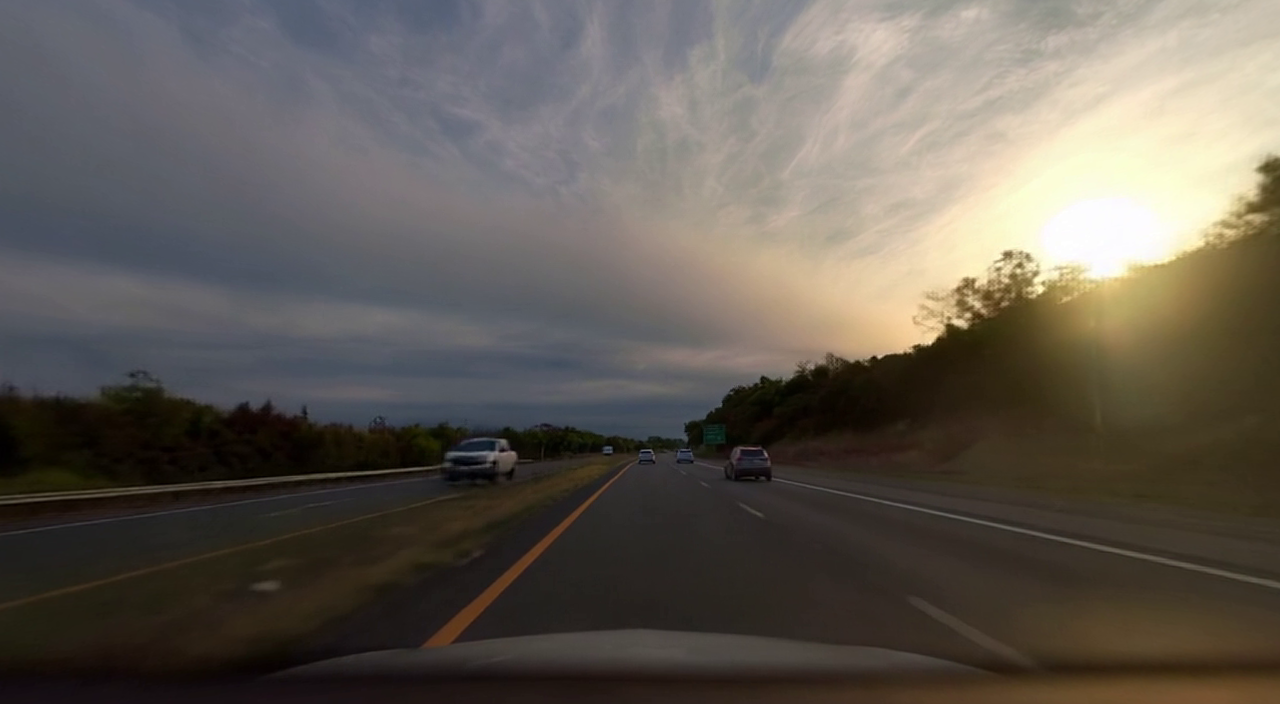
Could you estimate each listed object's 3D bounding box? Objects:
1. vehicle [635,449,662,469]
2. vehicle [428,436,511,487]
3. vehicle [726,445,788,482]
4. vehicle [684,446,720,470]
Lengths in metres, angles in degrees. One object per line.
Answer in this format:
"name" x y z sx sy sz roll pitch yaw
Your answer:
"vehicle" 0.613 8.188 48.197 1.991 1.459 3.769 0 -9 0
"vehicle" -7.685 4.993 29.037 2.411 2.127 4.889 0 -9 1
"vehicle" 5.100 4.908 27.921 1.964 1.513 3.707 0 -9 -1
"vehicle" 4.477 7.708 45.992 2.122 1.662 4.392 0 -9 0
